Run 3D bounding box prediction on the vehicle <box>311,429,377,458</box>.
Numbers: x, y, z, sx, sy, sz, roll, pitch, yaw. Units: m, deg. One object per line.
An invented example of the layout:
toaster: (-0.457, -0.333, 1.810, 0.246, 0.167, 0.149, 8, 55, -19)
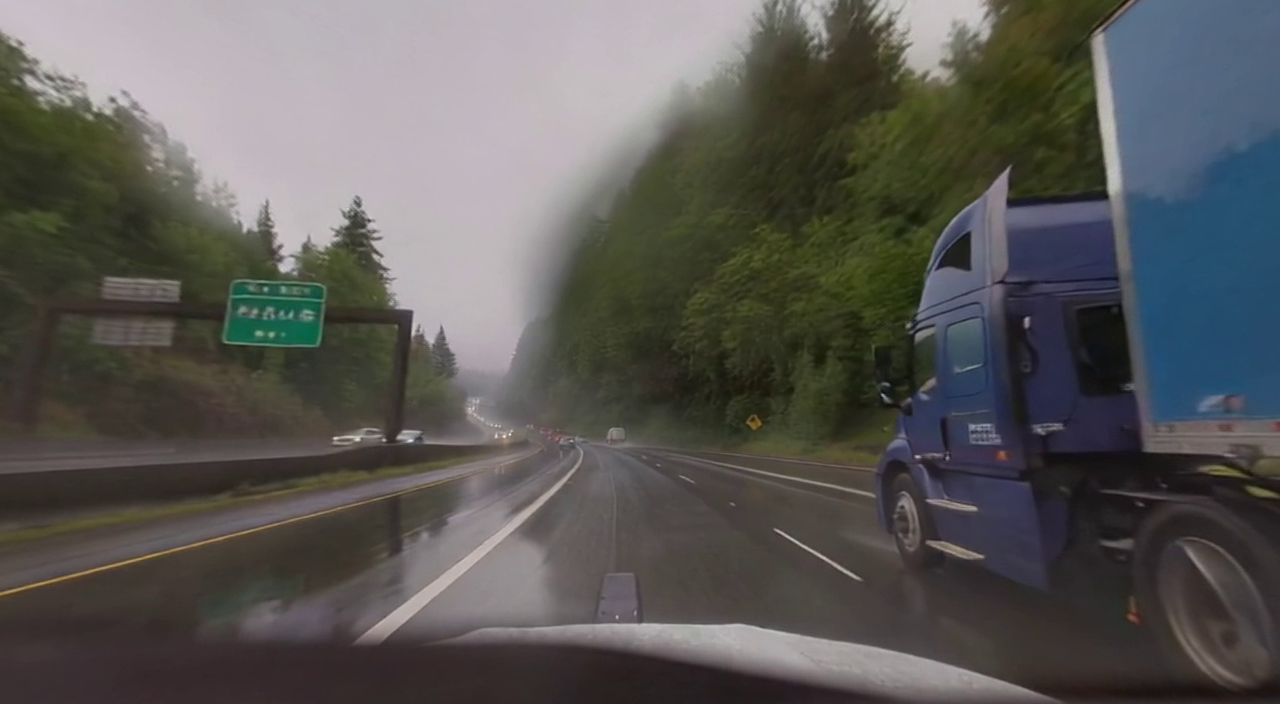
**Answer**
vehicle: (-15.885, 4.929, 34.039, 1.845, 1.486, 3.730, 0, -8, -3)
